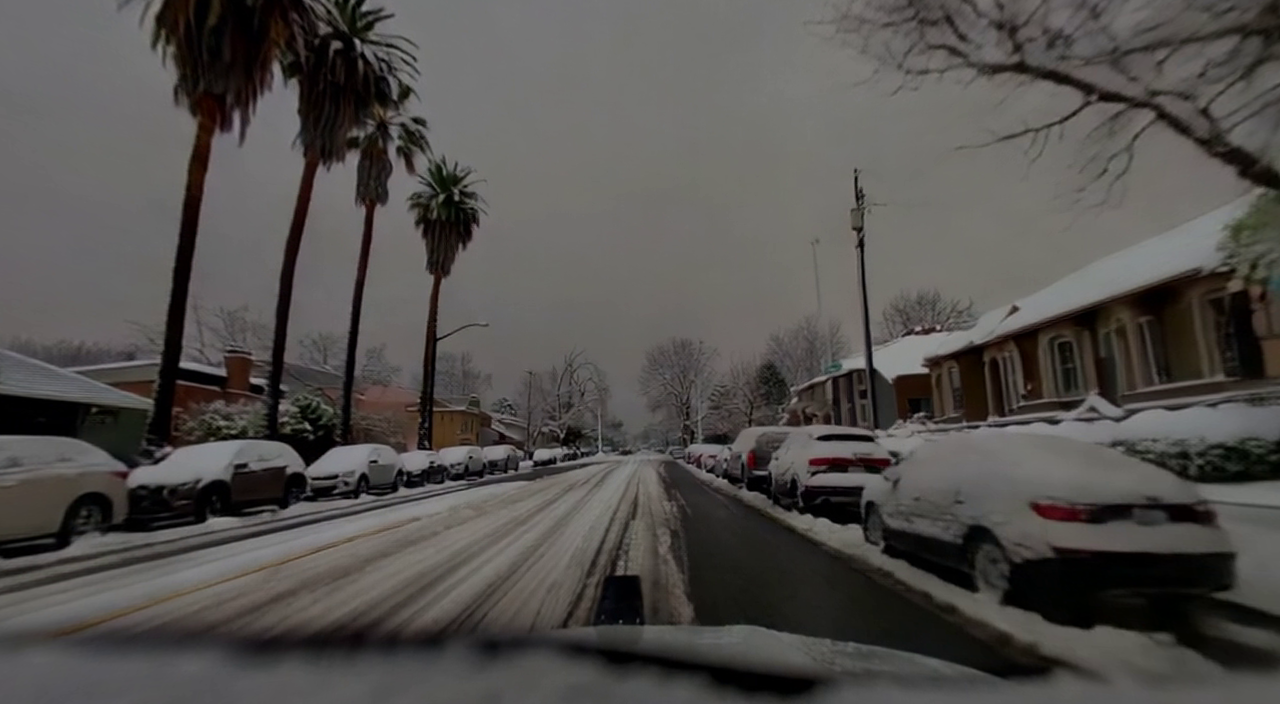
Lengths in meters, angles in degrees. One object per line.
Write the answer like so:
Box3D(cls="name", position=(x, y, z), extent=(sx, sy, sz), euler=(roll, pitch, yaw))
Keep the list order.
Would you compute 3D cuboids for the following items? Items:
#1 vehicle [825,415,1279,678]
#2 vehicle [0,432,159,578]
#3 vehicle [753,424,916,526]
Box3D(cls="vehicle", position=(3.566, 1.529, 6.150), extent=(2.096, 1.452, 4.741), euler=(-3, -10, 0))
Box3D(cls="vehicle", position=(-9.396, 2.008, 8.504), extent=(4.126, 1.802, 1.988), euler=(3, -9, -22))
Box3D(cls="vehicle", position=(3.608, 2.353, 12.642), extent=(1.899, 1.669, 4.259), euler=(0, -8, 0))
